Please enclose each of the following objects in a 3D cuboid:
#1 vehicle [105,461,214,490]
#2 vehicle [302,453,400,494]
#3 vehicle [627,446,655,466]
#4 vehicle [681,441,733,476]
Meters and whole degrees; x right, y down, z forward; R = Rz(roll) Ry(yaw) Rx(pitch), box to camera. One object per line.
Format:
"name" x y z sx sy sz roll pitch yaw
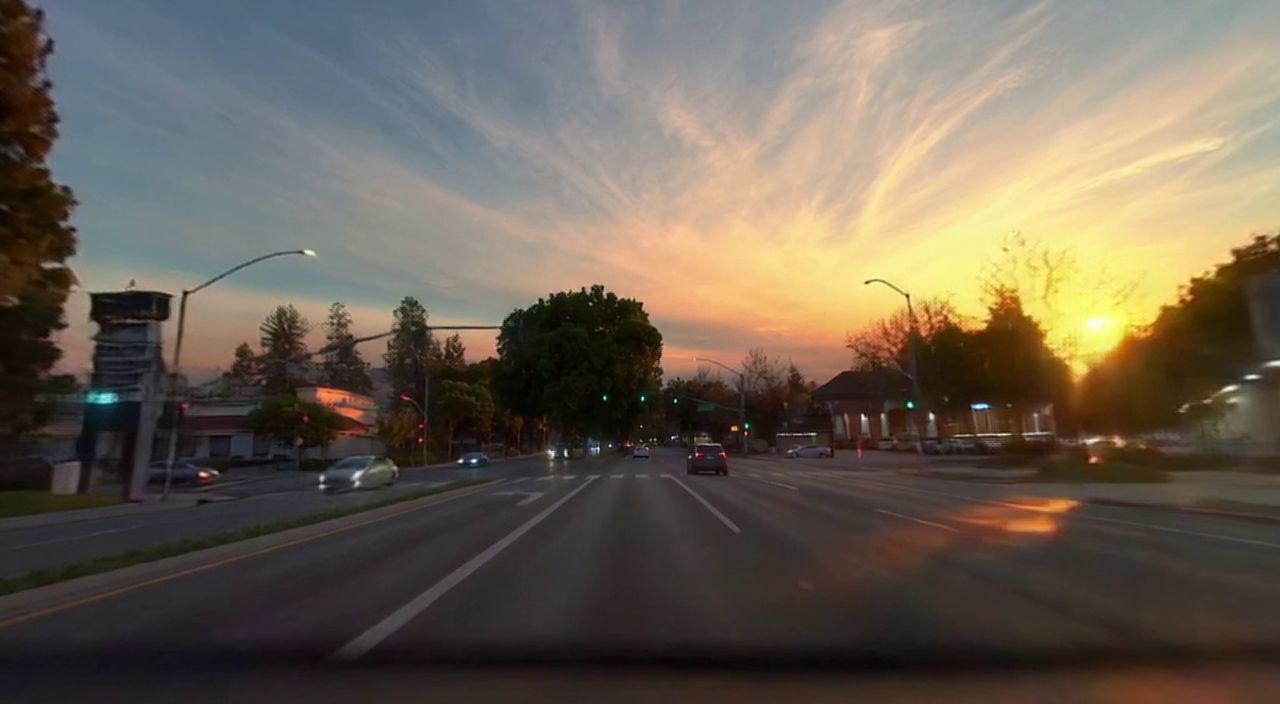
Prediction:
"vehicle" -30.657 7.881 40.450 5.007 1.652 2.378 0 -9 -1
"vehicle" -11.722 4.941 26.027 1.891 1.481 4.533 0 -9 0
"vehicle" 0.029 8.192 49.855 2.135 1.468 4.076 0 -9 -1
"vehicle" 3.286 5.316 31.817 2.022 1.643 4.326 0 -9 -2
